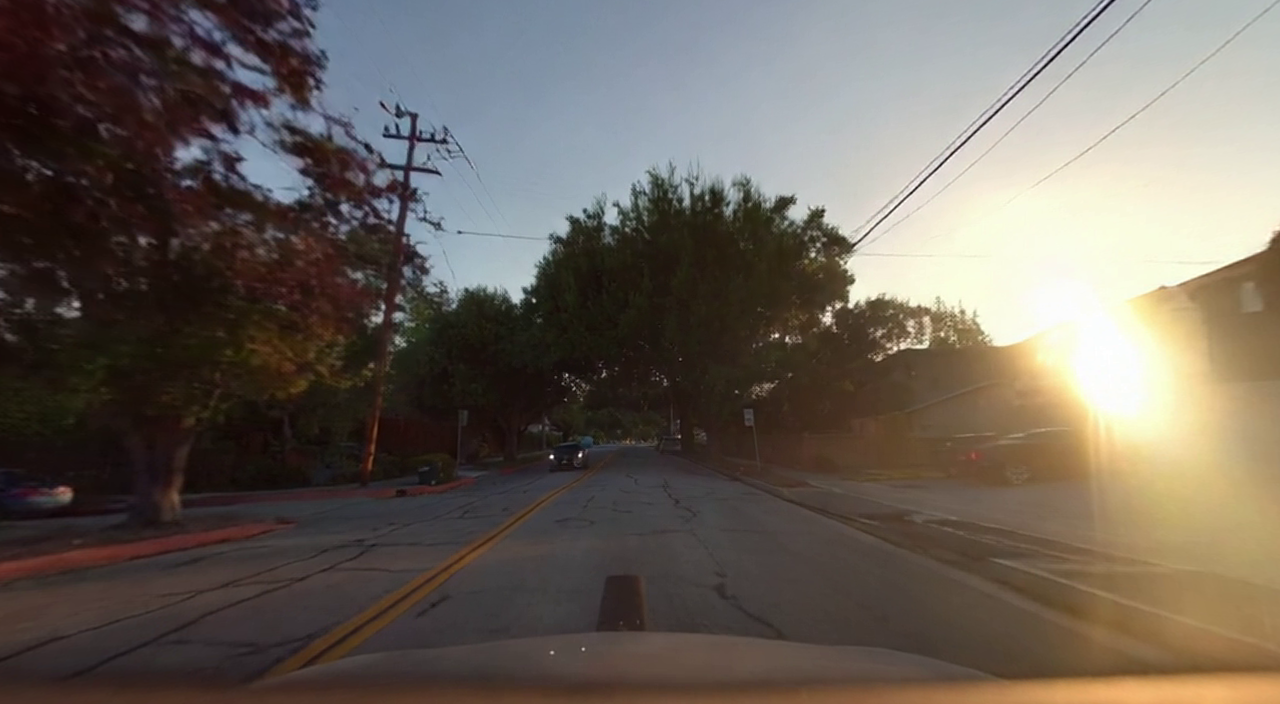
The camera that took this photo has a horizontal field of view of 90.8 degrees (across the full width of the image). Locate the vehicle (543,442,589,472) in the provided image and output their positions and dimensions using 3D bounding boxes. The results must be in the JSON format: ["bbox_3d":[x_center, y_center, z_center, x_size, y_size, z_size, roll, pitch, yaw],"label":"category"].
[{"bbox_3d":[-3.823,5.471,33.253,1.959,1.473,4.115,0,-8,0],"label":"vehicle"}]
